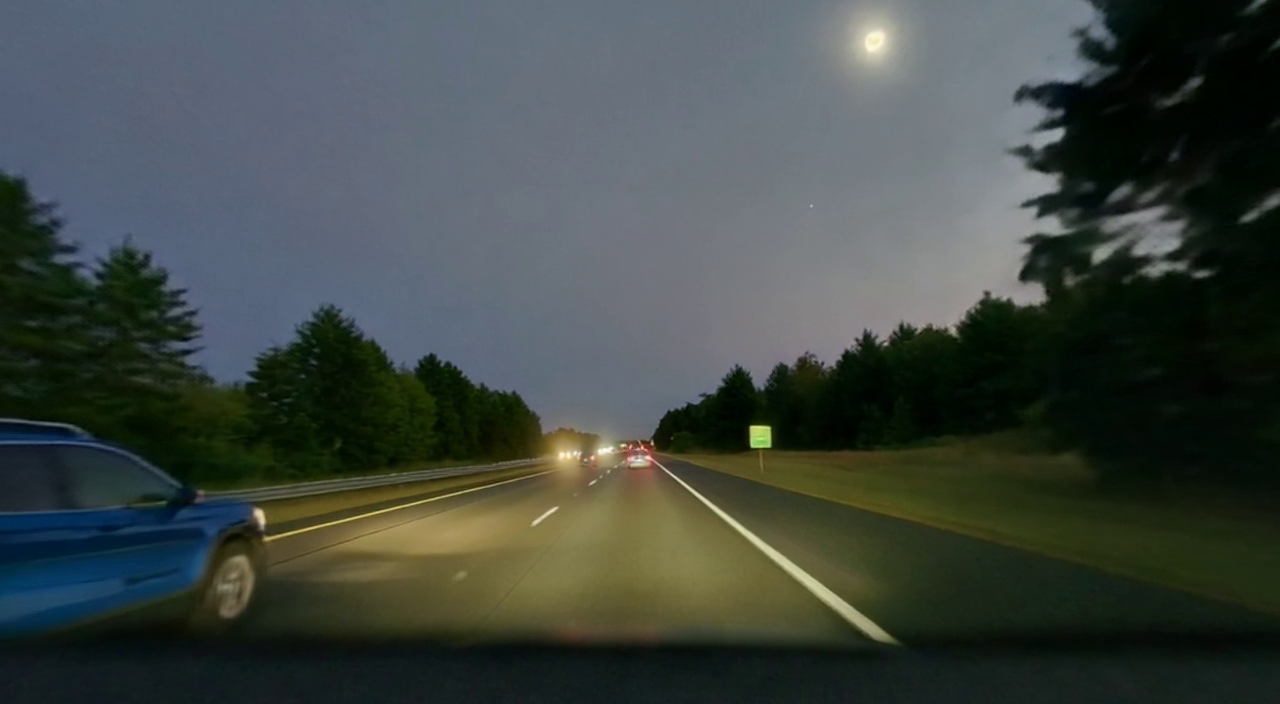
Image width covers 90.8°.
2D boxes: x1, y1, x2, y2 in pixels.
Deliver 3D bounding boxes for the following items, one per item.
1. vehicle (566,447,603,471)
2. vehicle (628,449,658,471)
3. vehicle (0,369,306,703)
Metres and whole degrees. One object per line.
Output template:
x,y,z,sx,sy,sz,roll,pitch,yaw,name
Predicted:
-3.949,7.704,45.632,2.182,1.629,4.263,0,-9,1,vehicle
0.205,7.719,45.240,2.046,1.452,4.407,0,-9,0,vehicle
-3.871,0.969,3.116,2.100,1.667,4.223,0,-9,0,vehicle
